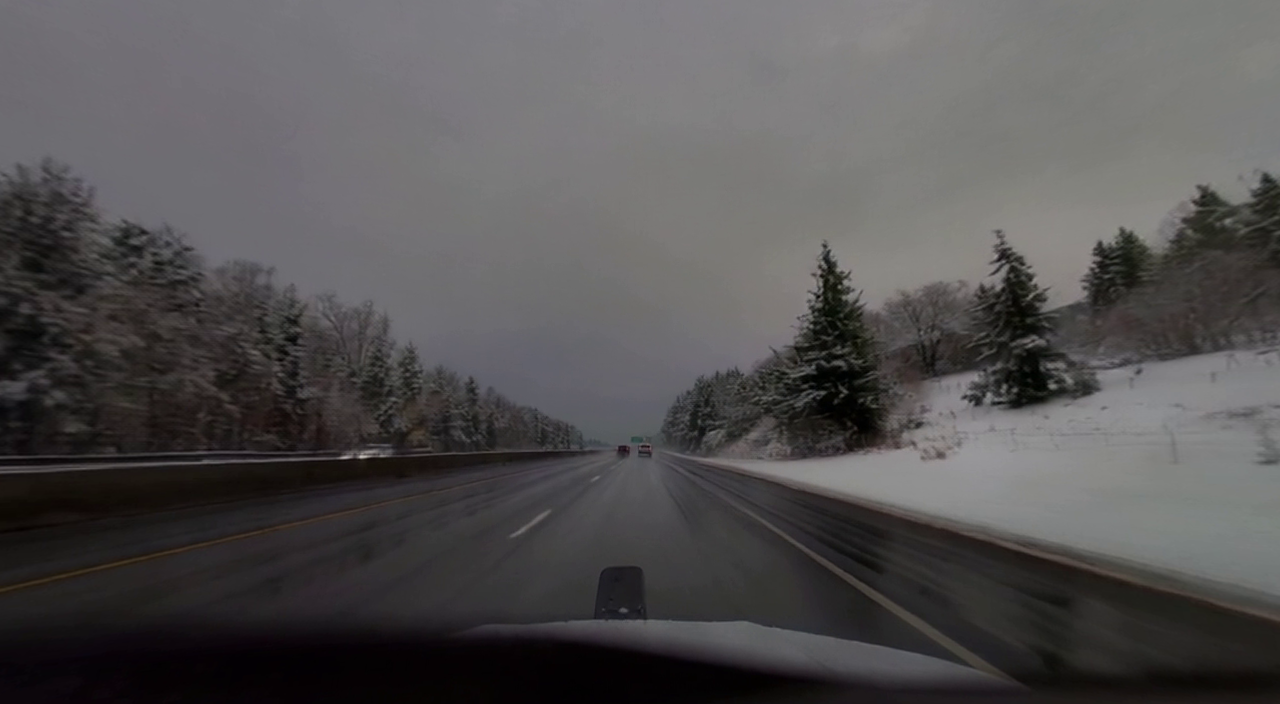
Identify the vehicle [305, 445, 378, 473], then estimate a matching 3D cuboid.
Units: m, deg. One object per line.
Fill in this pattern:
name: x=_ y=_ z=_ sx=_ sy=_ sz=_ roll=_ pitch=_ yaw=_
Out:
vehicle: x=-16.787 y=5.987 z=35.679 sx=1.814 sy=1.456 sz=4.581 roll=0 pitch=-8 yaw=1
